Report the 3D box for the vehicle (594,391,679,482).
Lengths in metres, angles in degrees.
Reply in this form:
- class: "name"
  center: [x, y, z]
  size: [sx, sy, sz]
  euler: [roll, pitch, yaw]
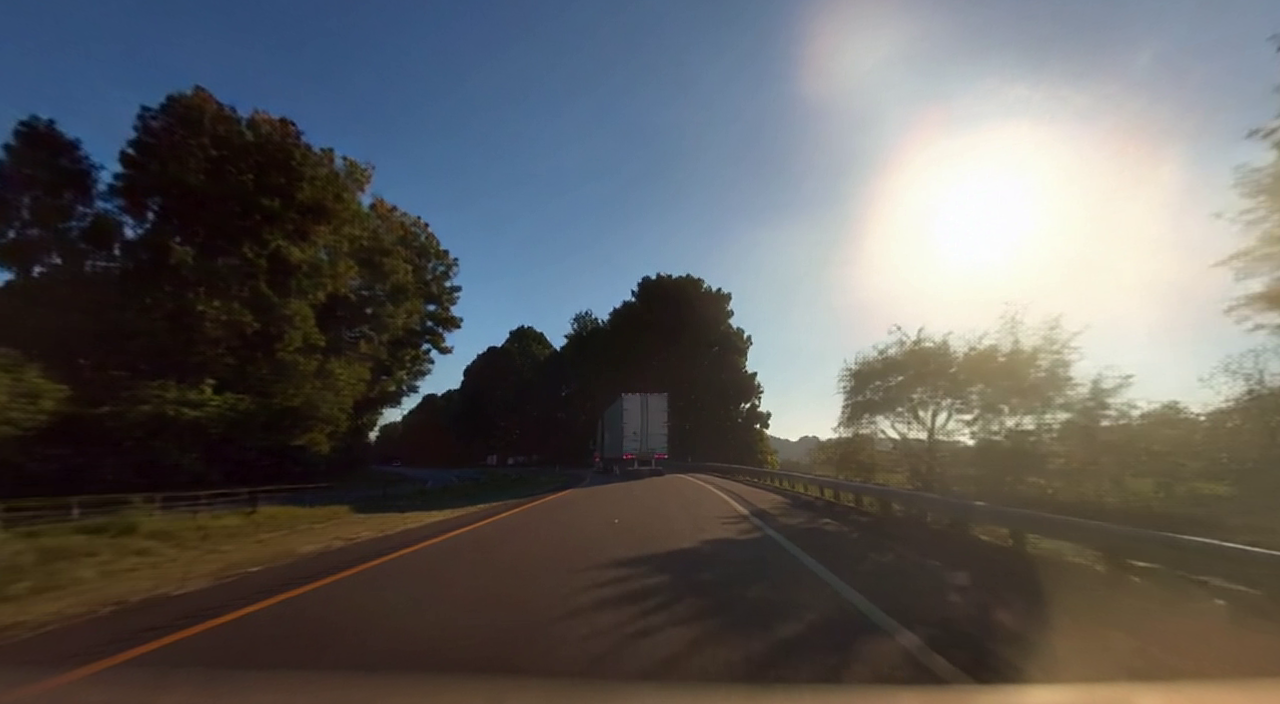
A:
- class: "vehicle"
  center: [-0.607, 4.946, 36.399]
  size: [3.087, 4.178, 13.682]
  euler: [2, -8, -8]
